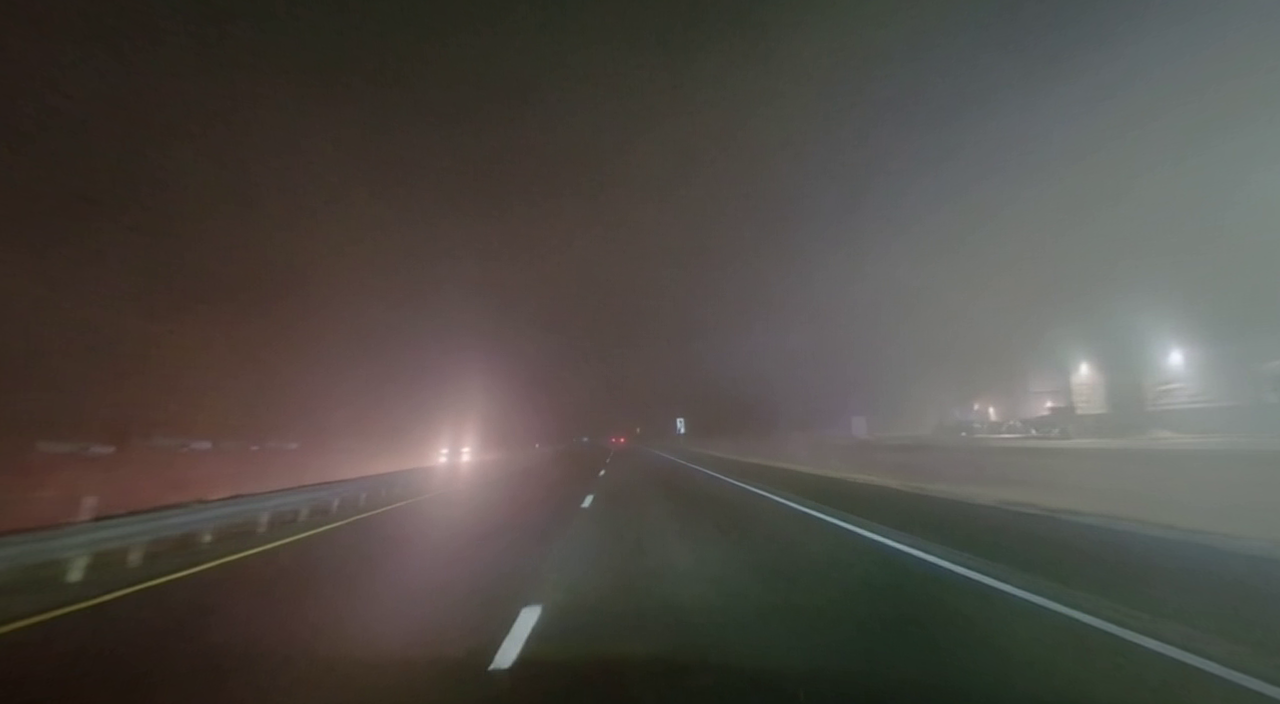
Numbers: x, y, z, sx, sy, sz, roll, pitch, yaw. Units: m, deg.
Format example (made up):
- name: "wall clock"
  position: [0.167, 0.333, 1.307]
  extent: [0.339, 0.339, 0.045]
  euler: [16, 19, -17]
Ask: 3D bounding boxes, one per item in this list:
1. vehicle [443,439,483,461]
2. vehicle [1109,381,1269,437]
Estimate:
- name: "vehicle"
  position: [-12.881, 7.110, 45.976]
  extent: [1.865, 1.508, 3.921]
  euler: [0, -8, 0]
- name: "vehicle"
  position: [42.783, 4.780, 49.852]
  extent: [2.777, 3.872, 11.870]
  euler: [-1, -8, 5]
